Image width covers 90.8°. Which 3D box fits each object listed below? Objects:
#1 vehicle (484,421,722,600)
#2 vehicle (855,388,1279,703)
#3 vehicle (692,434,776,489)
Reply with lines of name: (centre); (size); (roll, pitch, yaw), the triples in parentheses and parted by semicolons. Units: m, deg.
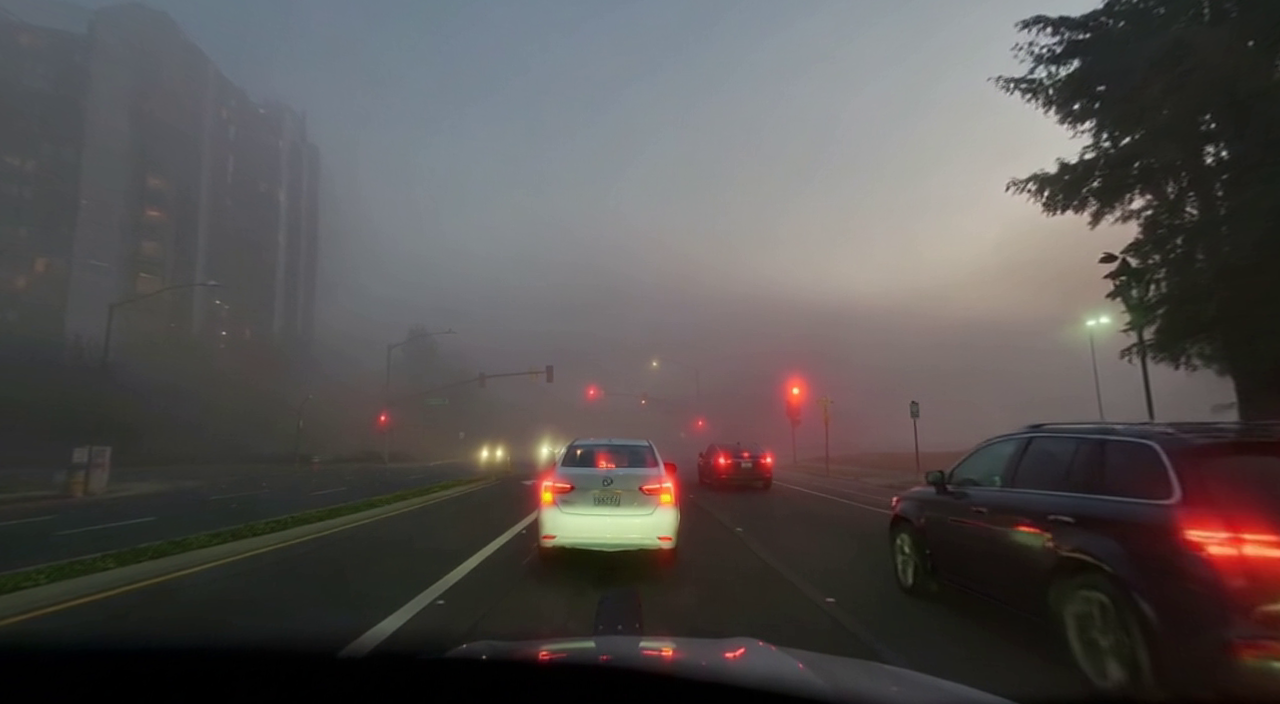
vehicle: (-0.347, 1.609, 7.194); (2.006, 1.487, 3.535); (0, -9, -1)
vehicle: (3.167, 1.164, 4.188); (1.910, 1.474, 4.263); (0, -9, -1)
vehicle: (2.890, 3.480, 20.349); (1.874, 1.556, 4.116); (0, -9, -3)
